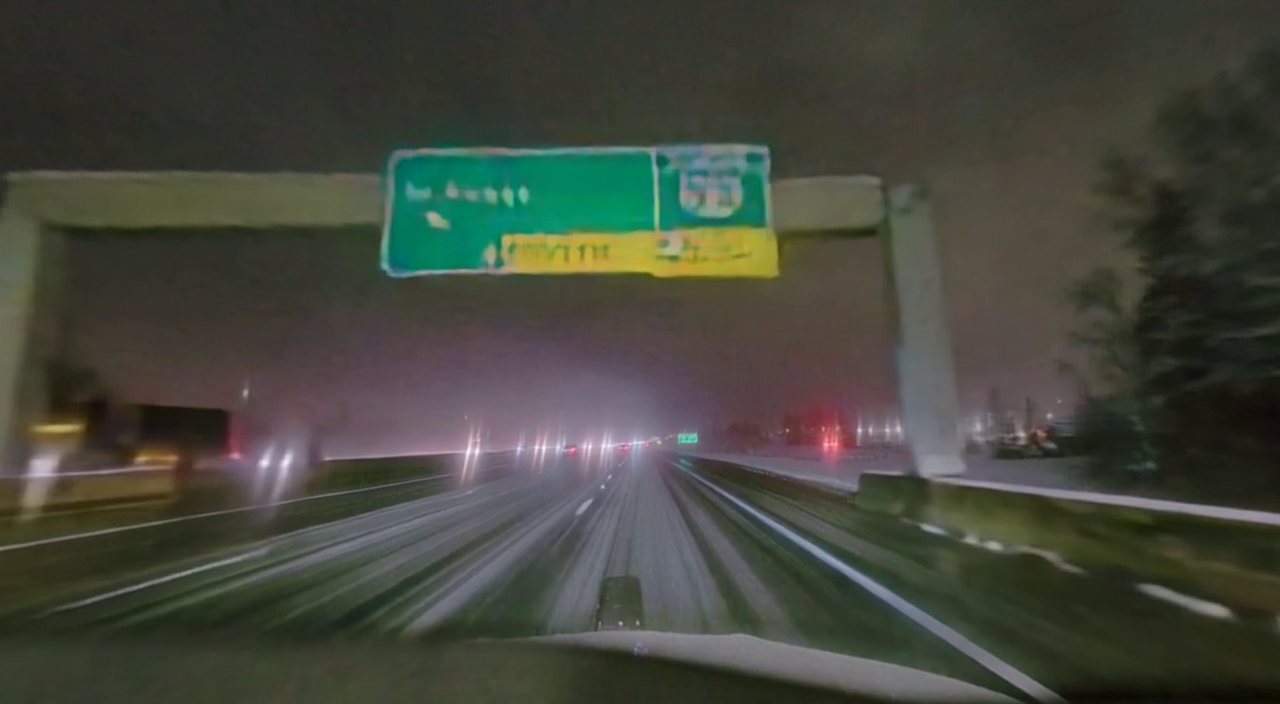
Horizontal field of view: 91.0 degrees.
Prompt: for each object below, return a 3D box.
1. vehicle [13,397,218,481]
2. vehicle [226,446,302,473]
[{"bbox_3d":[-27.888,4.805,34.442,3.137,3.947,9.233,0,-9,0],"label":"vehicle"},{"bbox_3d":[-23.601,6.746,39.744,1.990,1.559,4.445,0,-9,1],"label":"vehicle"}]
